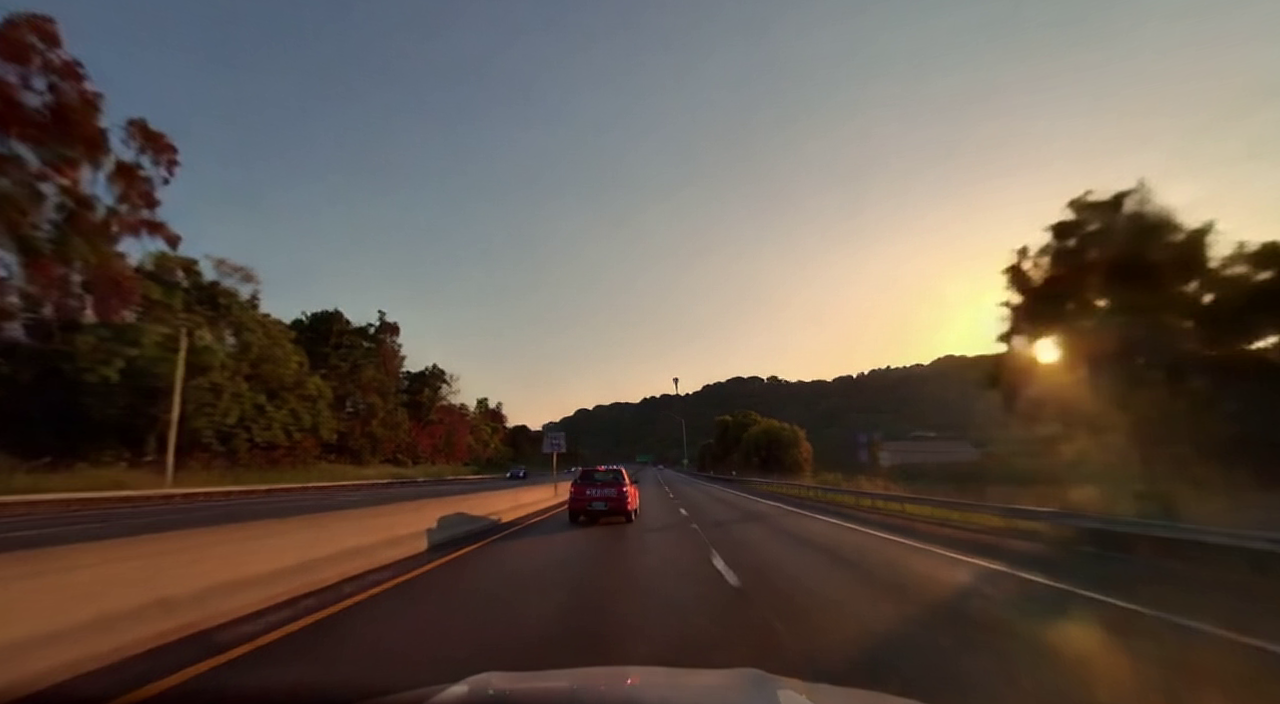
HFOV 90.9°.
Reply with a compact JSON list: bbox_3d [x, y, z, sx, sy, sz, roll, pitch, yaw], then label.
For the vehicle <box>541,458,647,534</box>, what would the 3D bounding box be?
[{"bbox_3d":[-0.920,3.446,15.631,2.135,1.506,5.041,1,-10,1],"label":"vehicle"}]
